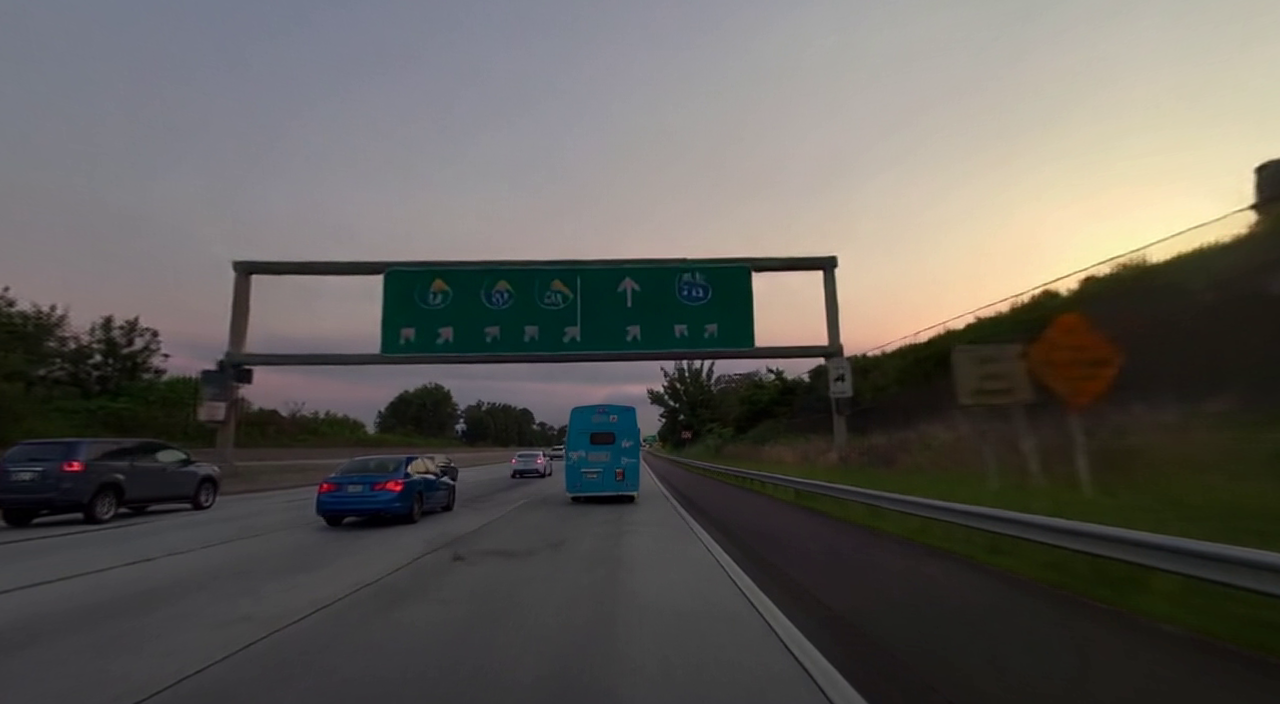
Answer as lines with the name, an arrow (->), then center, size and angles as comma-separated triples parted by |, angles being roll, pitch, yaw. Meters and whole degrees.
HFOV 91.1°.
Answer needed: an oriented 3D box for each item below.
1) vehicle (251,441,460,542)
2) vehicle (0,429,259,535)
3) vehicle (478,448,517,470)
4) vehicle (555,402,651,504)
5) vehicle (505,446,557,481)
vehicle -> -4.732, 2.342, 11.220 | 1.876, 1.438, 4.072 | 0, -9, -1
vehicle -> -9.564, 2.352, 11.919 | 2.010, 1.621, 4.252 | 0, -9, 0
vehicle -> -10.098, 7.613, 44.861 | 1.886, 1.462, 4.084 | 0, -9, -1
vehicle -> -0.959, 2.943, 18.534 | 2.394, 2.556, 5.232 | 0, -9, -1
vehicle -> -5.063, 5.195, 29.549 | 1.872, 1.480, 3.545 | 0, -9, -1
